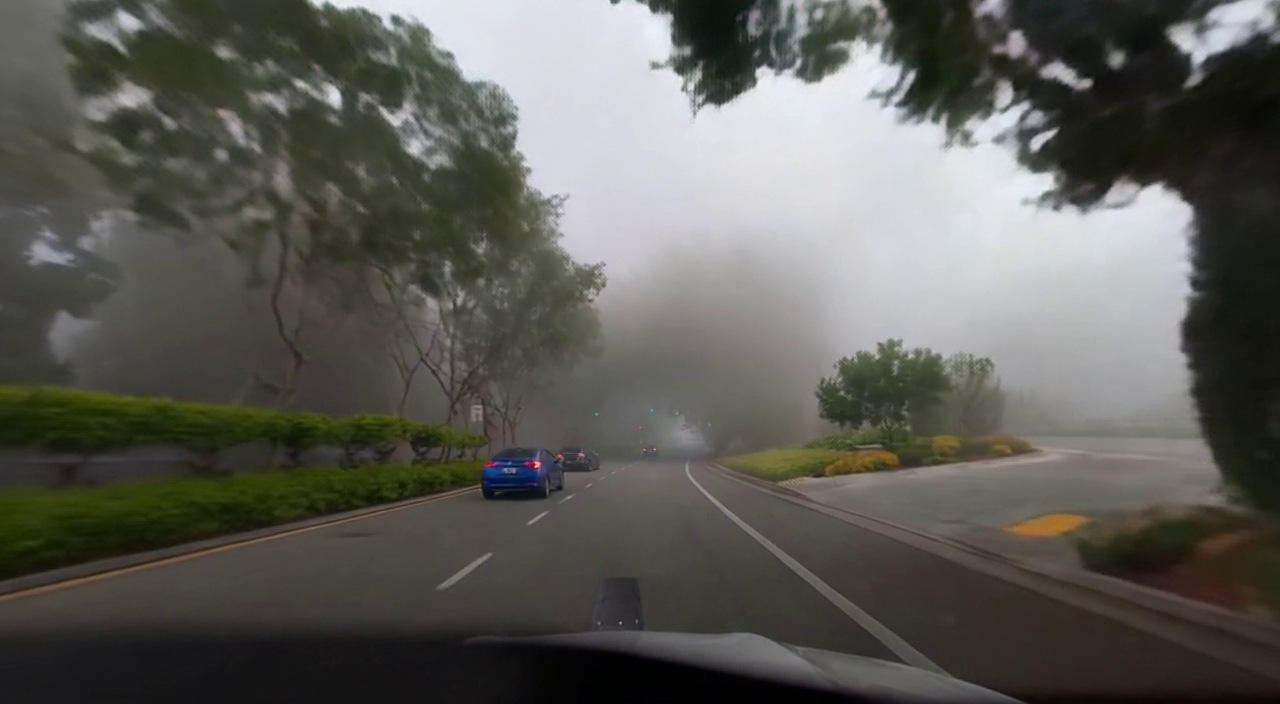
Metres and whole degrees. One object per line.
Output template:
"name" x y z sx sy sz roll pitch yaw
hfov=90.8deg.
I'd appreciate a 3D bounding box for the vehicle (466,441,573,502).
"vehicle" -3.283 3.368 18.230 2.038 1.486 4.678 -1 -9 2
